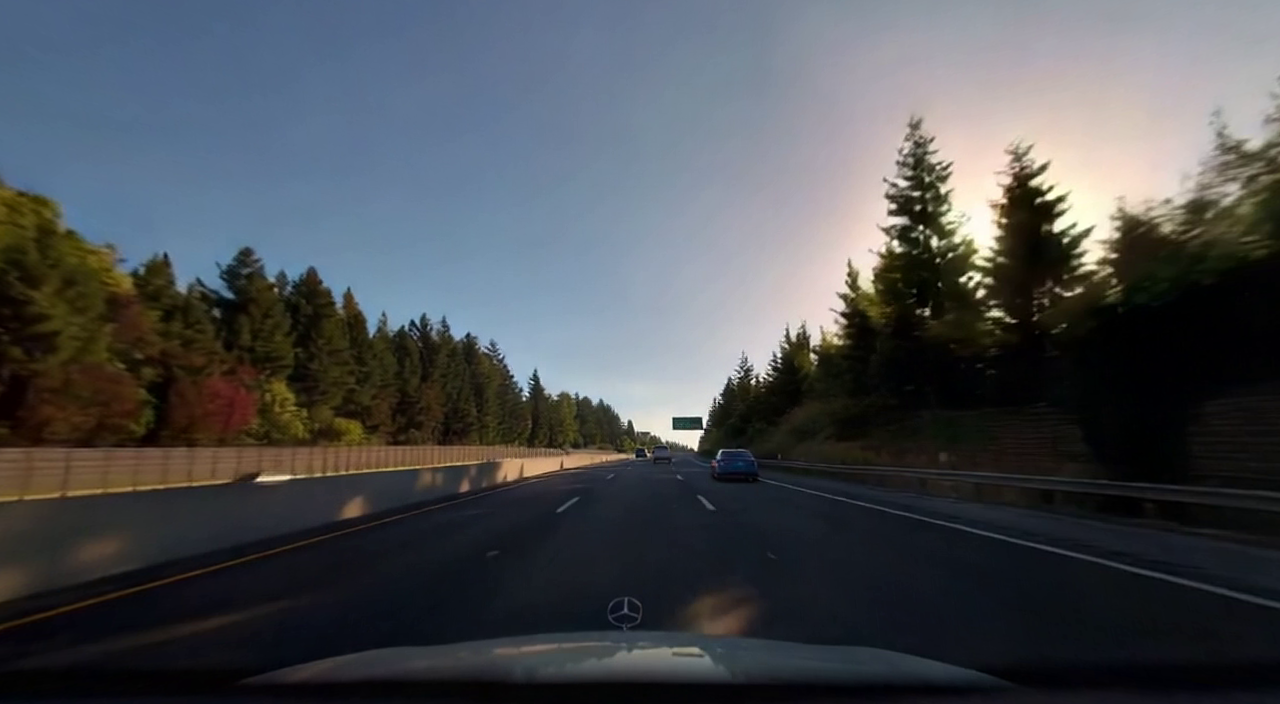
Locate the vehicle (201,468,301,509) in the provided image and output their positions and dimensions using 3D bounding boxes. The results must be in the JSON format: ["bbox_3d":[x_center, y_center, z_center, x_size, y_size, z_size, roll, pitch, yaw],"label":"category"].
[{"bbox_3d":[-18.011,6.320,29.452,1.882,1.613,4.192,0,-9,1],"label":"vehicle"}]

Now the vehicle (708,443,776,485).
[{"bbox_3d":[4.134,4.624,26.225,2.175,1.574,3.943,0,-9,0],"label":"vehicle"}]
